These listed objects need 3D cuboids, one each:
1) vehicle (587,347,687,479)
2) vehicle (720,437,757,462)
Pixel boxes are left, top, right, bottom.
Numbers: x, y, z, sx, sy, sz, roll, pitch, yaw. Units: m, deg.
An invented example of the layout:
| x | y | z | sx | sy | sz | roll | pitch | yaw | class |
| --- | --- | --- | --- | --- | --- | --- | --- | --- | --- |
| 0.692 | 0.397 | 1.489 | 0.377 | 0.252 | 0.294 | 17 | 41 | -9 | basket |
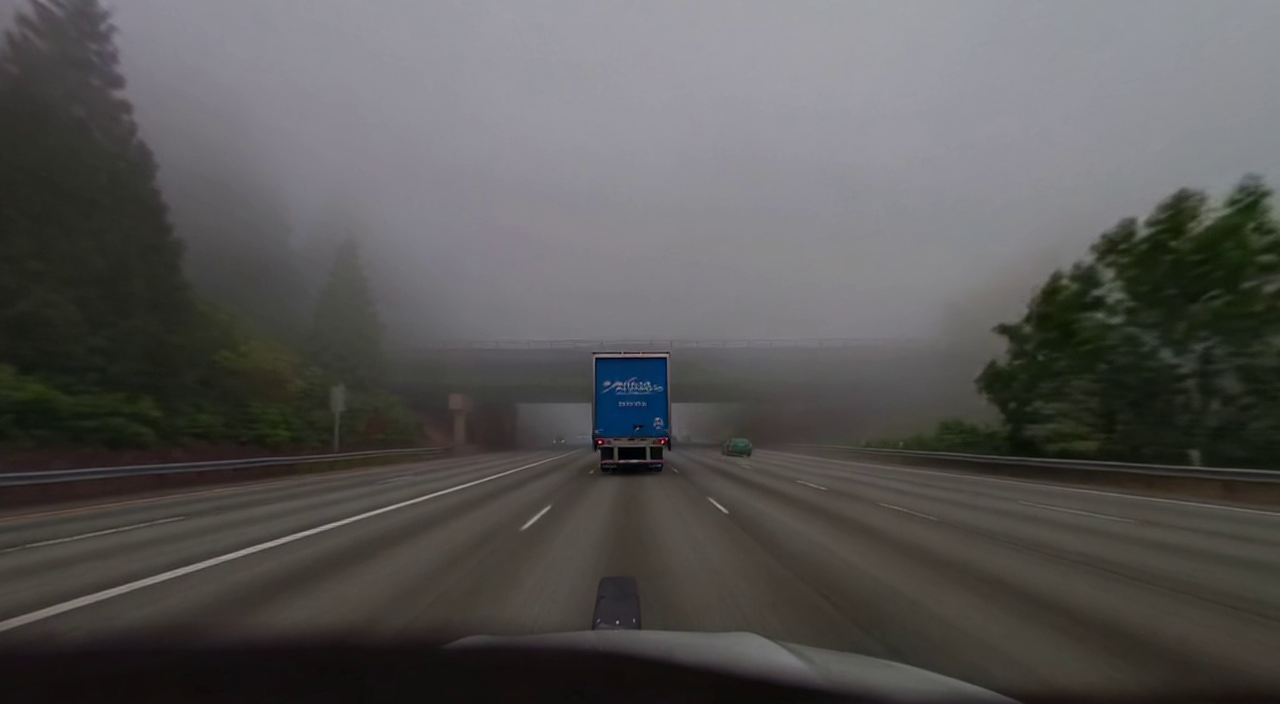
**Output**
| x | y | z | sx | sy | sz | roll | pitch | yaw | class |
| --- | --- | --- | --- | --- | --- | --- | --- | --- | --- |
| -0.322 | 2.436 | 23.576 | 2.895 | 3.861 | 10.213 | 0 | -8 | -3 | vehicle |
| 7.348 | 7.316 | 47.528 | 2.050 | 1.637 | 4.397 | 3 | -7 | 0 | vehicle |
